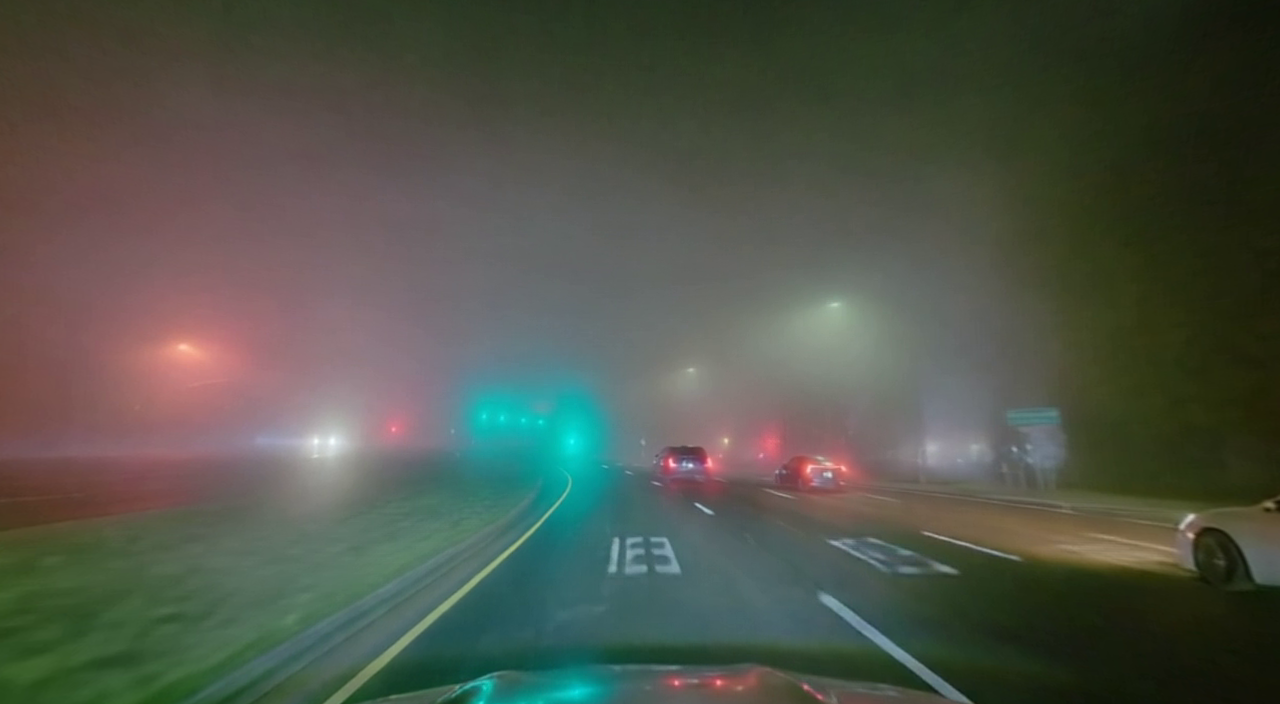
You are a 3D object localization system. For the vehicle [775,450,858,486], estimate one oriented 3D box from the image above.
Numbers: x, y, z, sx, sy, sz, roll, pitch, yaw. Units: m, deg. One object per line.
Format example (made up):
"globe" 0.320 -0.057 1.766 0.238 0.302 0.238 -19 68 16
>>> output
"vehicle" 7.978 5.268 29.069 1.940 1.460 4.652 1 -9 -8

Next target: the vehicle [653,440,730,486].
"vehicle" 1.936 4.388 25.409 2.122 1.646 4.525 1 -9 -8
